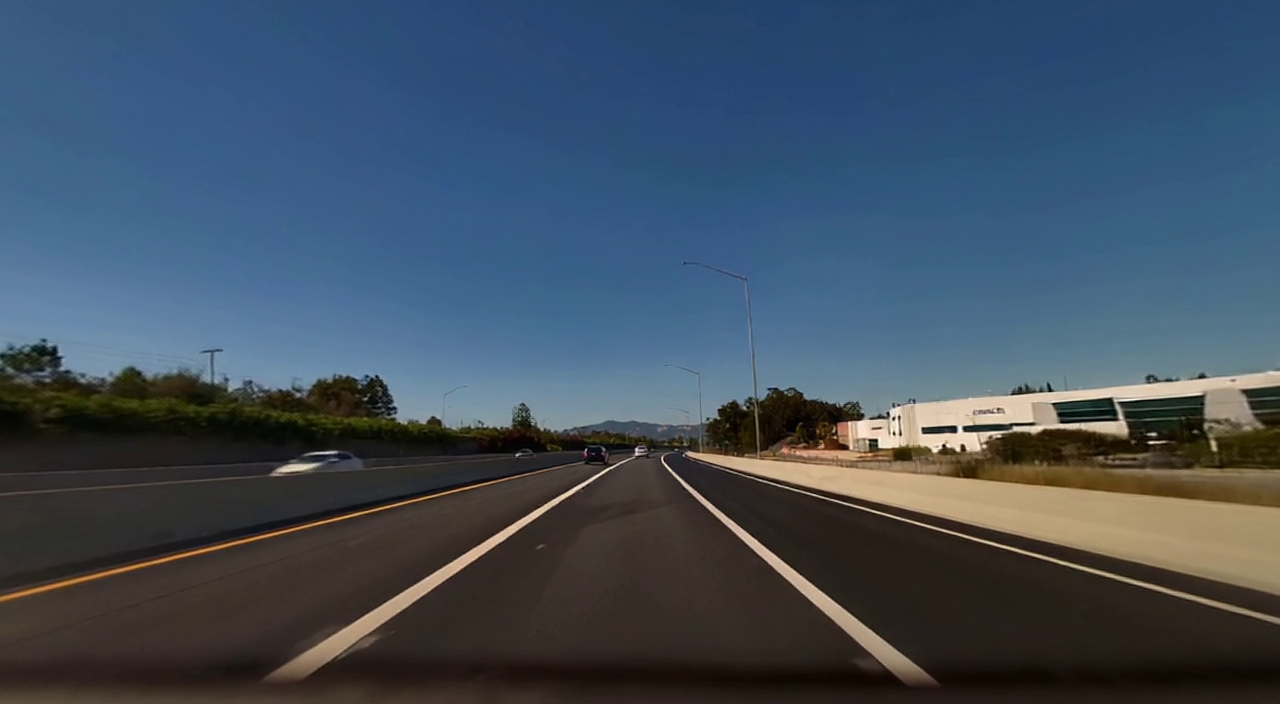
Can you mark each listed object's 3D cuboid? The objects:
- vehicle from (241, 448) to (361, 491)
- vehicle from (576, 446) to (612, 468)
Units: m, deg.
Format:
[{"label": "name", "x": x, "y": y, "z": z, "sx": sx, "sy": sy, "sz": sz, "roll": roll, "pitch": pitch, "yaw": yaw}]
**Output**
[{"label": "vehicle", "x": -13.346, "y": 4.628, "z": 25.074, "sx": 2.211, "sy": 1.519, "sz": 4.566, "roll": 0, "pitch": -9, "yaw": 0}, {"label": "vehicle", "x": -3.373, "y": 7.863, "z": 47.074, "sx": 2.268, "sy": 1.600, "sz": 4.724, "roll": 0, "pitch": -9, "yaw": 1}]
